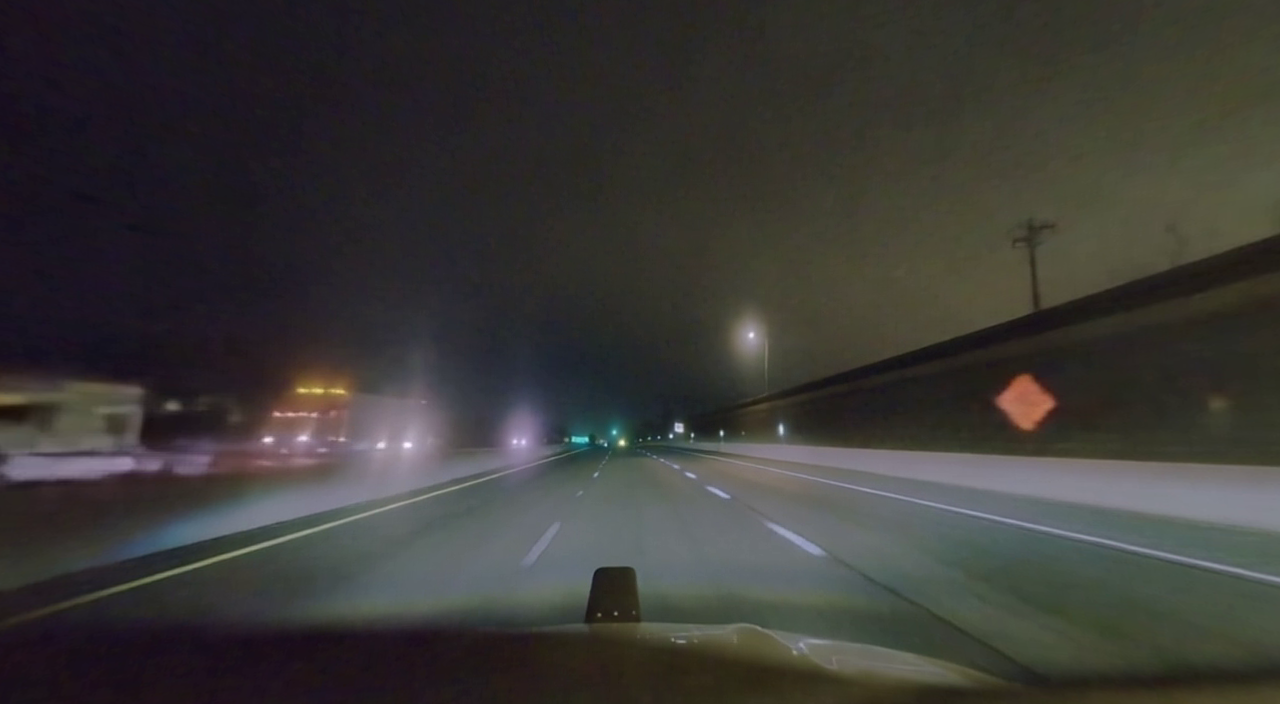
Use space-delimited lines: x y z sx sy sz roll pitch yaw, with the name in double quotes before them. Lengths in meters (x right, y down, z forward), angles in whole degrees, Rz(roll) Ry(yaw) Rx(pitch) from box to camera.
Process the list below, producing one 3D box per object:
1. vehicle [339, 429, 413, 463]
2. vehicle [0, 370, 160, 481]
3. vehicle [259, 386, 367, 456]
"vehicle" -12.544 4.476 30.191 1.802 1.484 4.315 0 -8 -2
"vehicle" -15.663 1.893 15.789 2.463 2.496 5.992 0 -8 -1
"vehicle" -20.081 4.403 39.190 3.006 3.966 6.742 0 -8 0
